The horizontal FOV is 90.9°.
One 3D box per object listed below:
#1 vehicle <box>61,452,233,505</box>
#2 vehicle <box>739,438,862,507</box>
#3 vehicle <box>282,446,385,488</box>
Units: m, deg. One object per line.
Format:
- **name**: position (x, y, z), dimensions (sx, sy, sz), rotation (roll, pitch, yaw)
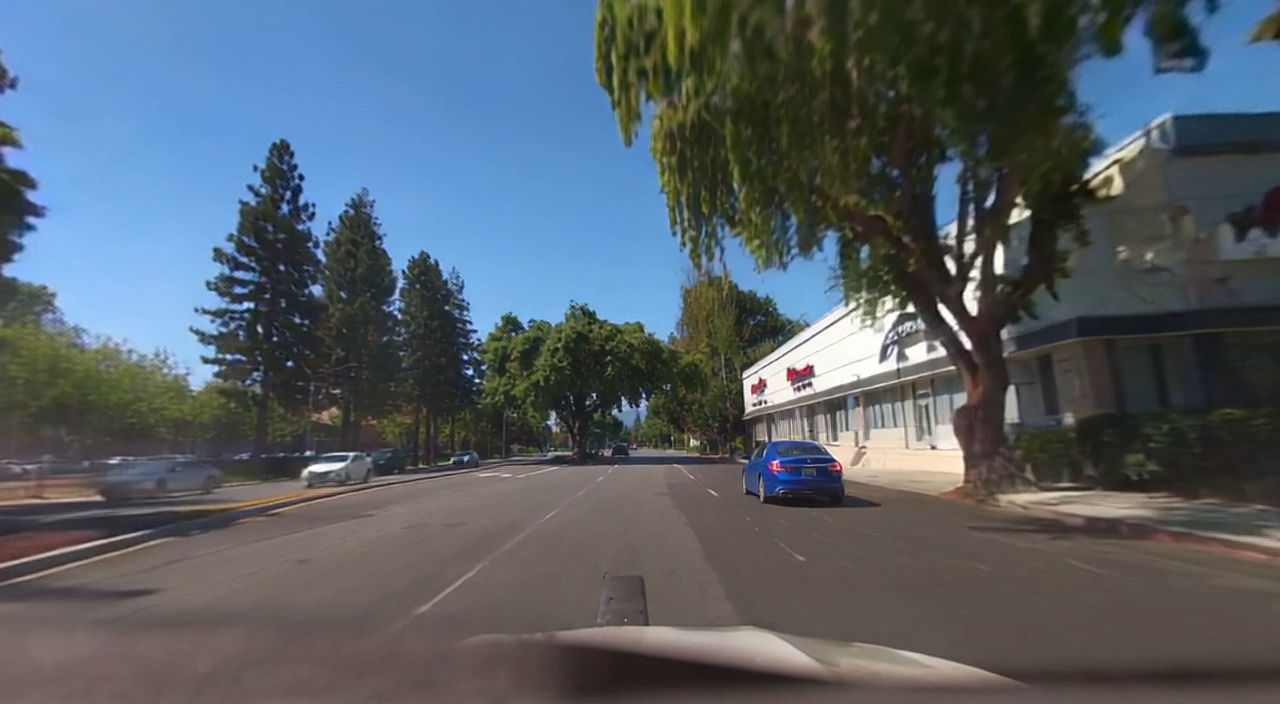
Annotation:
- **vehicle**: position (-15.823, 4.052, 20.633), dimensions (1.917, 1.454, 4.577), rotation (0, -8, 0)
- **vehicle**: position (3.855, 2.969, 16.044), dimensions (1.977, 1.474, 4.399), rotation (0, -8, 0)
- **vehicle**: position (-12.300, 4.610, 25.673), dimensions (1.986, 1.514, 4.300), rotation (0, -8, 1)
